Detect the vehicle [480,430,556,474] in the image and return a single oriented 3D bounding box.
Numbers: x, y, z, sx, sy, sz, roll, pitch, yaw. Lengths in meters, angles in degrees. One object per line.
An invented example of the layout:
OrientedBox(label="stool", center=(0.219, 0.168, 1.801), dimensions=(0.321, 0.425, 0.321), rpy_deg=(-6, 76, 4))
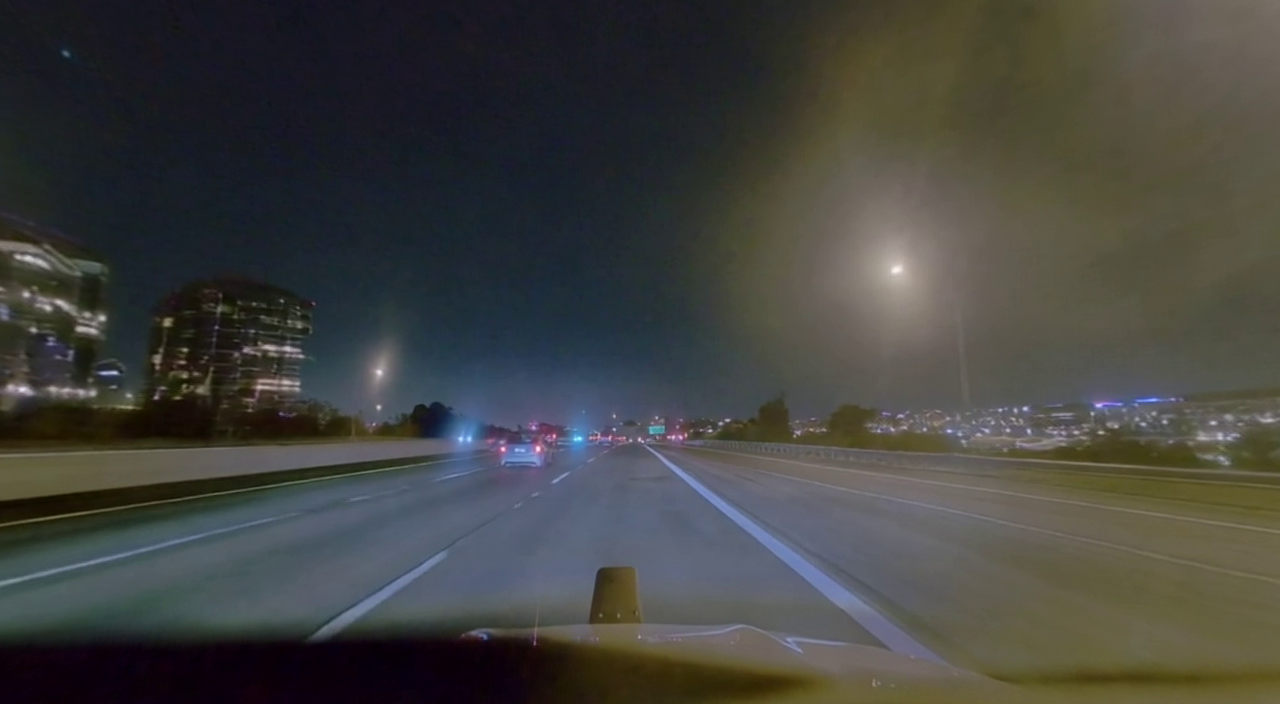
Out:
OrientedBox(label="vehicle", center=(-4.506, 3.750, 23.894), dimensions=(1.996, 1.490, 4.571), rpy_deg=(0, -8, 0))
